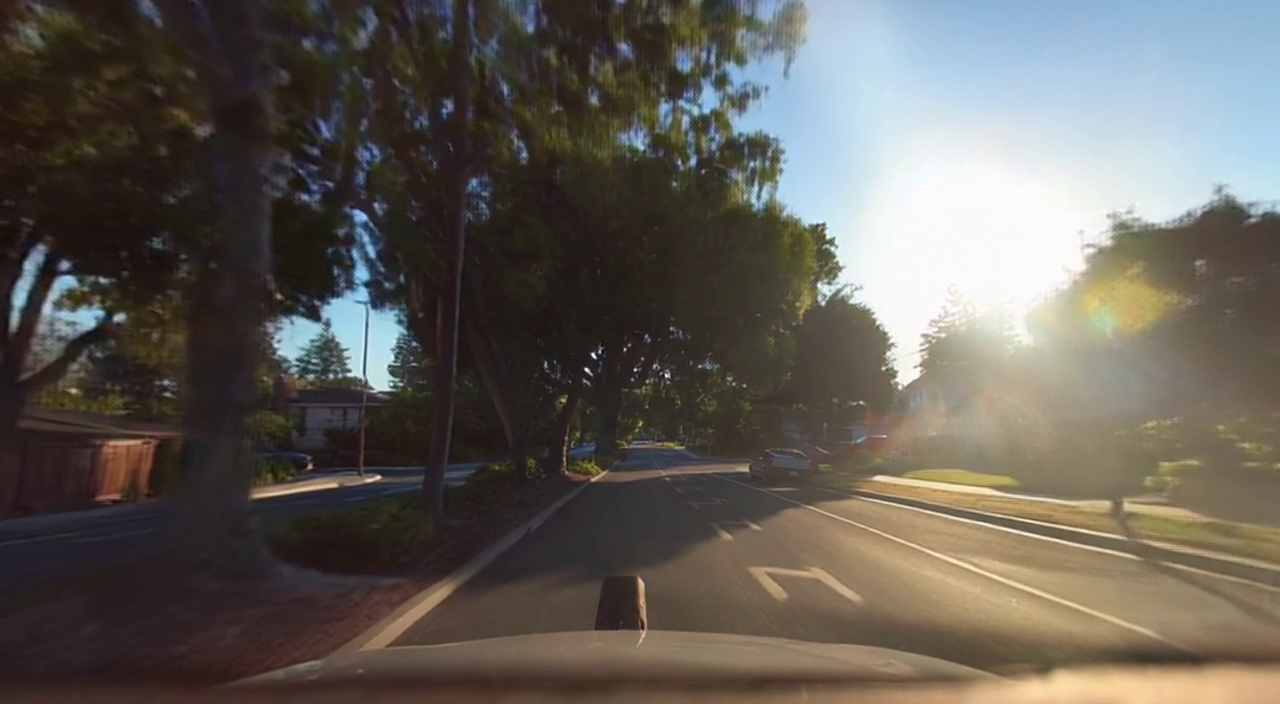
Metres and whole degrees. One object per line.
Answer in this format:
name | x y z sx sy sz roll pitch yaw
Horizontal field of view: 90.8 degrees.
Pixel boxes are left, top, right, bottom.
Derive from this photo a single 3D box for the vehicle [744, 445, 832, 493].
vehicle | 4.996 3.996 21.962 1.904 1.475 4.386 0 -9 -2
